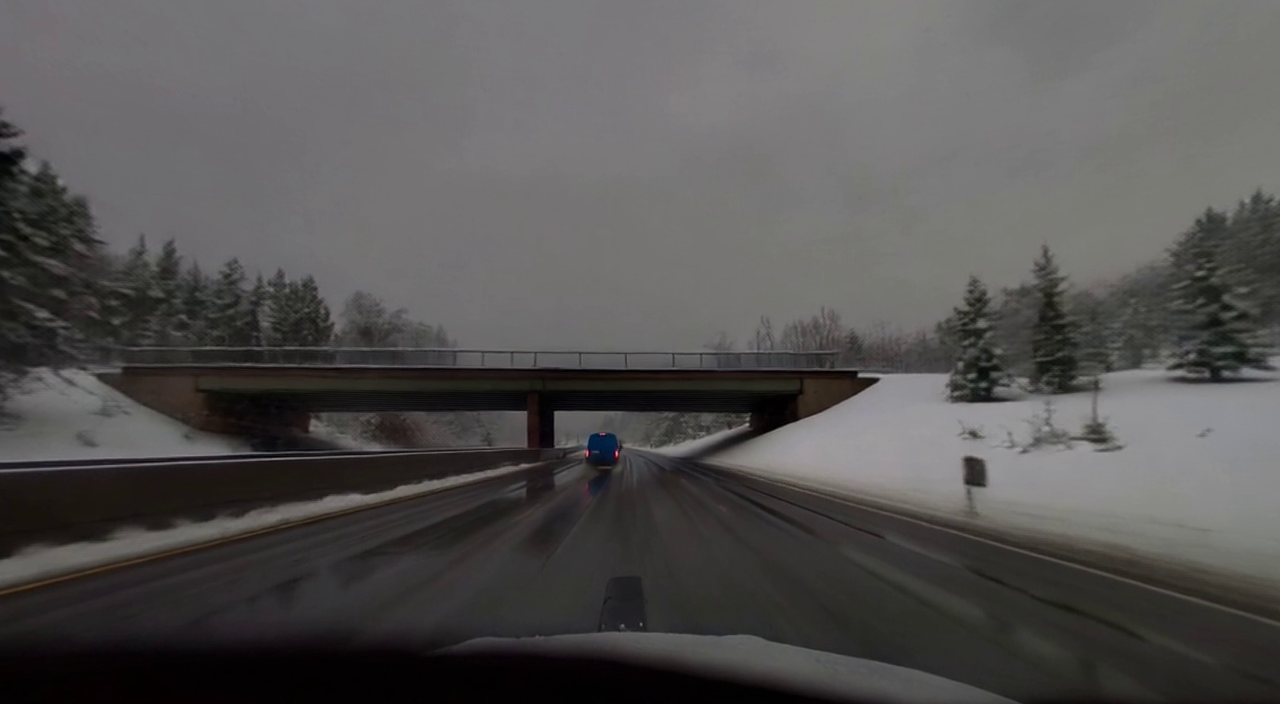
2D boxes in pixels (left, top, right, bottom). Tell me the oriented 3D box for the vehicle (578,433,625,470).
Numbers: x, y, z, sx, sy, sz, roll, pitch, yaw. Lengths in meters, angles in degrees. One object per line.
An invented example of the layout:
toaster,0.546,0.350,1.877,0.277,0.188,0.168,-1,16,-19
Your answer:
vehicle,-2.018,5.445,34.701,2.372,1.891,5.061,0,-8,-1
